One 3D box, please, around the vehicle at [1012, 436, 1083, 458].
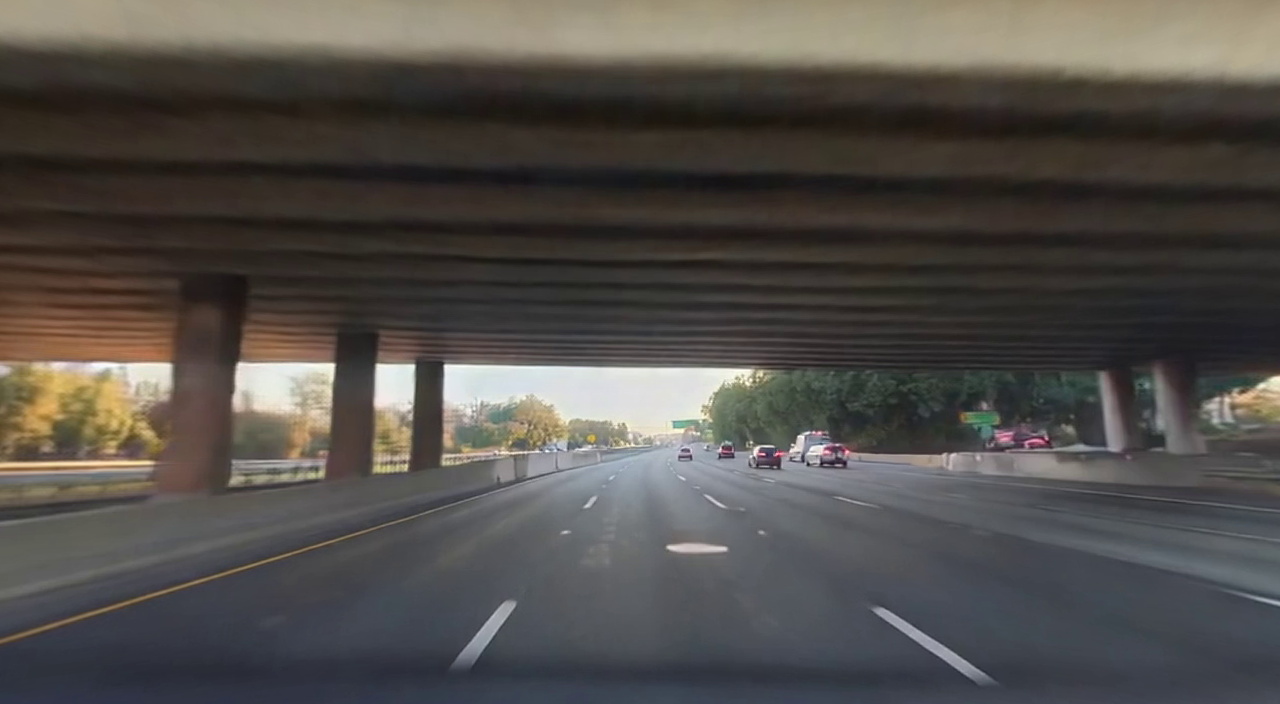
[{"bbox_3d":[29.892,7.023,46.601,1.967,1.491,4.970,0,-9,1],"label":"vehicle"}]
